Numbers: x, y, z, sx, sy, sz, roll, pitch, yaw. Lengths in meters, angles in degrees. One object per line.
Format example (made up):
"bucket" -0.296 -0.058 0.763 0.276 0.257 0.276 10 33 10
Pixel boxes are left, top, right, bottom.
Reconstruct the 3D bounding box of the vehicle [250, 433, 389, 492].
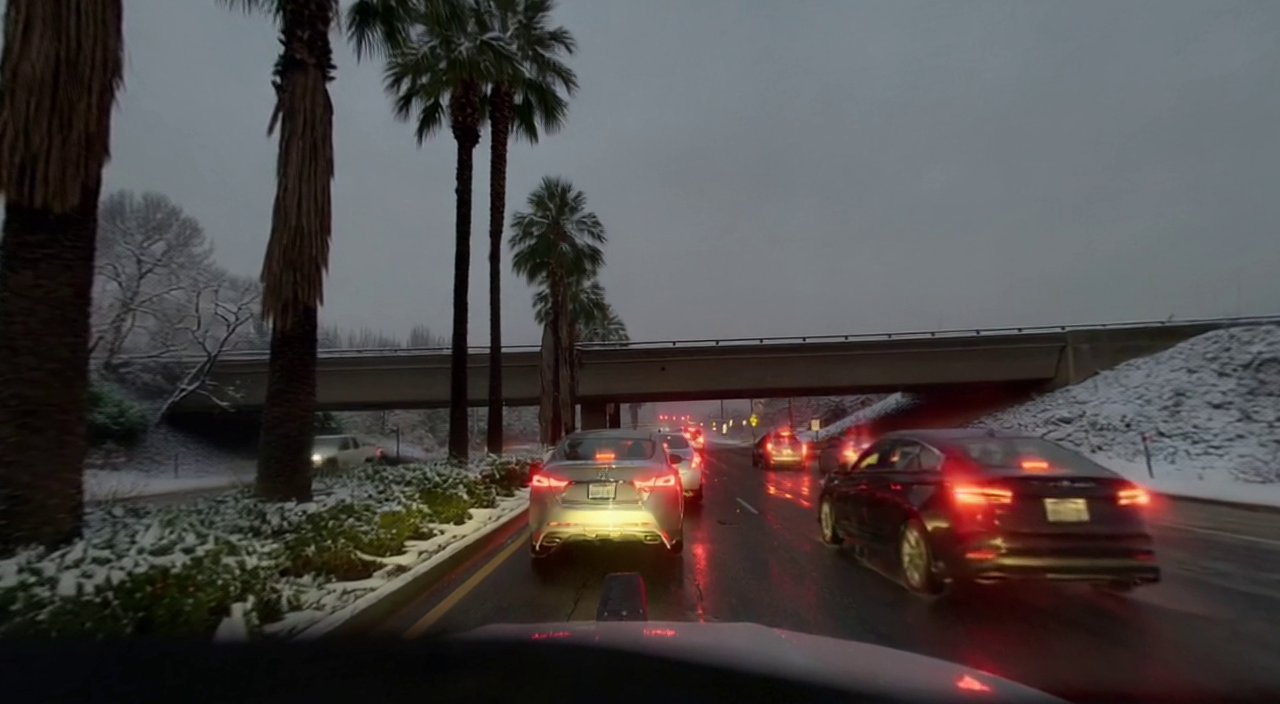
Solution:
"vehicle" -12.262 4.266 24.652 2.386 1.943 5.700 -2 -9 1

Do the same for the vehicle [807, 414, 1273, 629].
"vehicle" 3.500 1.570 6.959 2.034 1.517 4.840 0 -9 1

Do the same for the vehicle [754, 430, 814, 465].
"vehicle" 8.076 5.411 35.651 2.242 1.817 4.837 0 -9 0

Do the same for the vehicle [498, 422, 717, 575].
"vehicle" -0.267 1.758 8.311 2.172 1.506 4.018 0 -9 2
